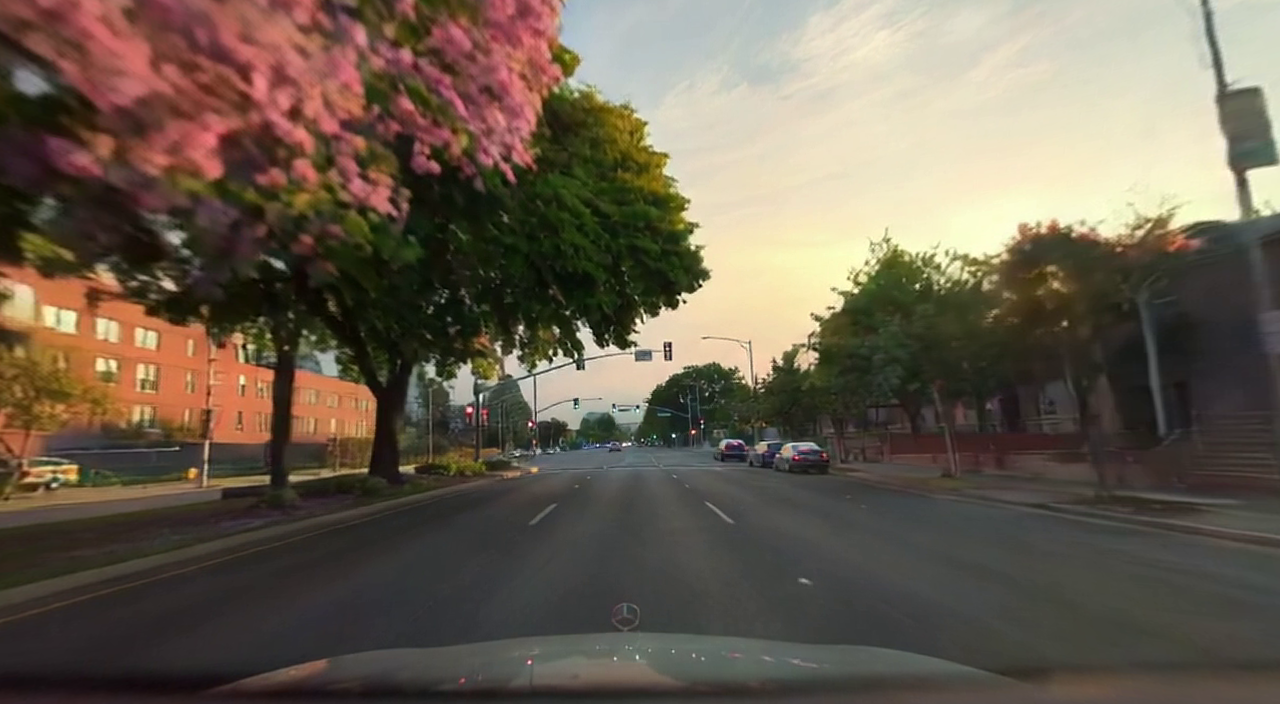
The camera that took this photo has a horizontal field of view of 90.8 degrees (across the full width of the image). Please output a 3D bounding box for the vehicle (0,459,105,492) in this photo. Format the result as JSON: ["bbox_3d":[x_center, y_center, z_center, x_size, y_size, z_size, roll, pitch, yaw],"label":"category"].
[{"bbox_3d":[-34.963,7.184,37.089,1.985,1.691,5.024,-3,-9,16],"label":"vehicle"}]

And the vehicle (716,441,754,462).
[{"bbox_3d":[6.741,7.098,45.228,2.032,1.449,4.413,0,-8,0],"label":"vehicle"}]

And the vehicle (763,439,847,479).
[{"bbox_3d":[6.519,4.278,25.588,1.891,1.456,4.909,0,-8,-3],"label":"vehicle"}]
